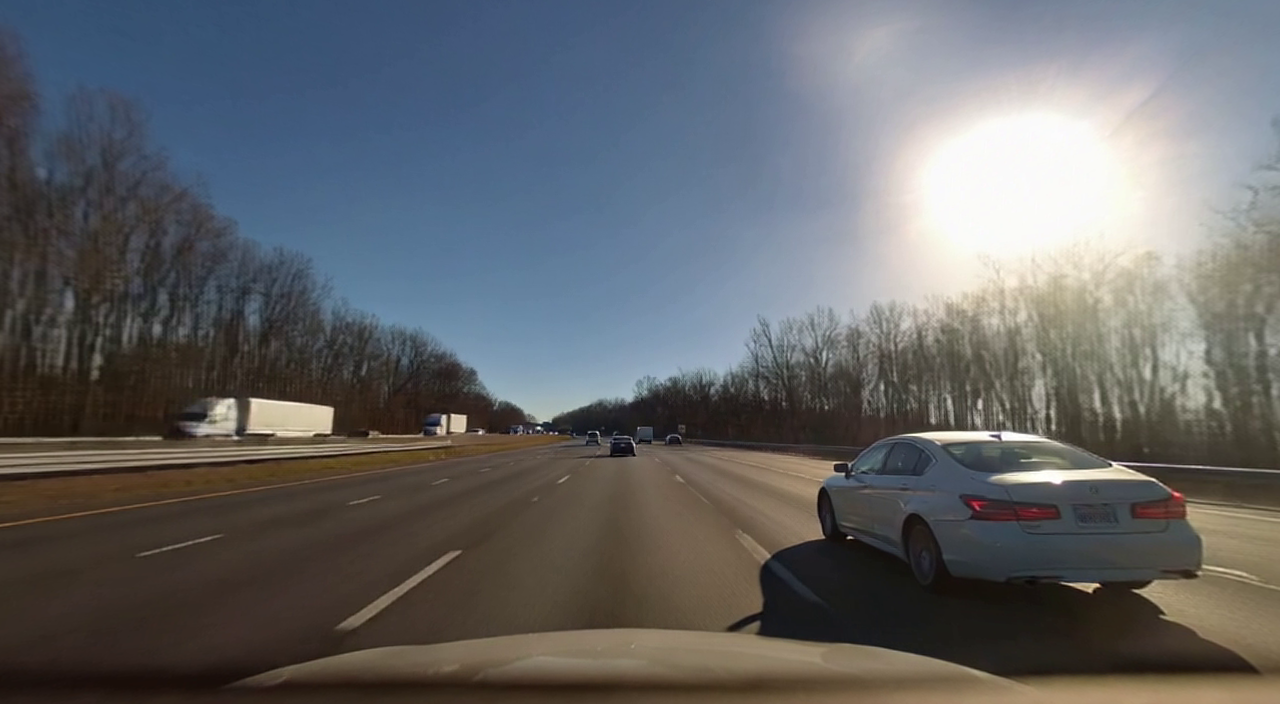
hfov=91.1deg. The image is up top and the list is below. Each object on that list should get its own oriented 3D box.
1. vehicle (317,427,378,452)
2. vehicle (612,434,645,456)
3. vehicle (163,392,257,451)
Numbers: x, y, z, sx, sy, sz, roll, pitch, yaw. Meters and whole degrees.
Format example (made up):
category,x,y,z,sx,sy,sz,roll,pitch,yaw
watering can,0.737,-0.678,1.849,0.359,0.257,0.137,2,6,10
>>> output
category,x,y,z,sx,sy,sz,roll,pitch,yaw
vehicle,-18.653,5.615,40.352,1.925,1.462,4.293,0,-8,-1
vehicle,-0.802,6.313,42.964,2.121,1.445,4.187,0,-8,-2
vehicle,-30.223,4.988,44.491,2.779,3.898,5.514,1,-7,-3
